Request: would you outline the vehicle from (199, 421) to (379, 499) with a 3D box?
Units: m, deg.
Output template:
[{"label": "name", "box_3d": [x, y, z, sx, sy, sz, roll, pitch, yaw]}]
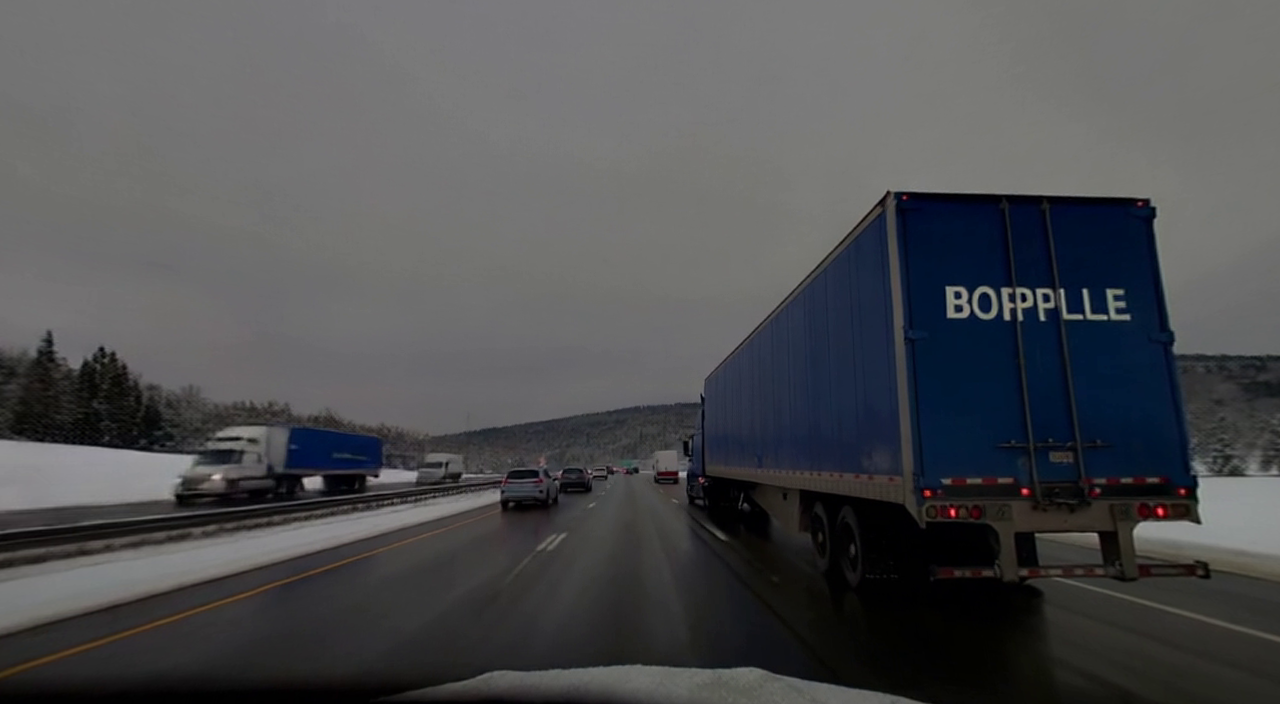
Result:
[{"label": "vehicle", "box_3d": [-19.969, 6.557, 37.684, 2.843, 3.696, 13.964, 1, -11, -1]}]

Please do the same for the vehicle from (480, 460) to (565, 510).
[{"label": "vehicle", "box_3d": [-4.071, 4.733, 22.737, 2.088, 1.566, 4.853, 1, -11, 0]}]

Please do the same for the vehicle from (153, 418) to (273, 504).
[{"label": "vehicle", "box_3d": [-19.801, 5.090, 29.494, 2.859, 3.706, 3.474, 1, -11, -1]}]

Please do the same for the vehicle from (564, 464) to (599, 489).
[{"label": "vehicle", "box_3d": [-4.114, 8.906, 45.174, 2.063, 1.671, 4.197, 1, -11, 0]}]

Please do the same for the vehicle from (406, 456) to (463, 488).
[{"label": "vehicle", "box_3d": [-16.042, 9.446, 49.586, 2.306, 2.274, 6.398, 1, -11, 0]}]

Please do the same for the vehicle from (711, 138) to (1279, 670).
[{"label": "vehicle", "box_3d": [3.698, 1.543, 11.742, 2.839, 4.062, 14.051, 1, -11, -1]}]
